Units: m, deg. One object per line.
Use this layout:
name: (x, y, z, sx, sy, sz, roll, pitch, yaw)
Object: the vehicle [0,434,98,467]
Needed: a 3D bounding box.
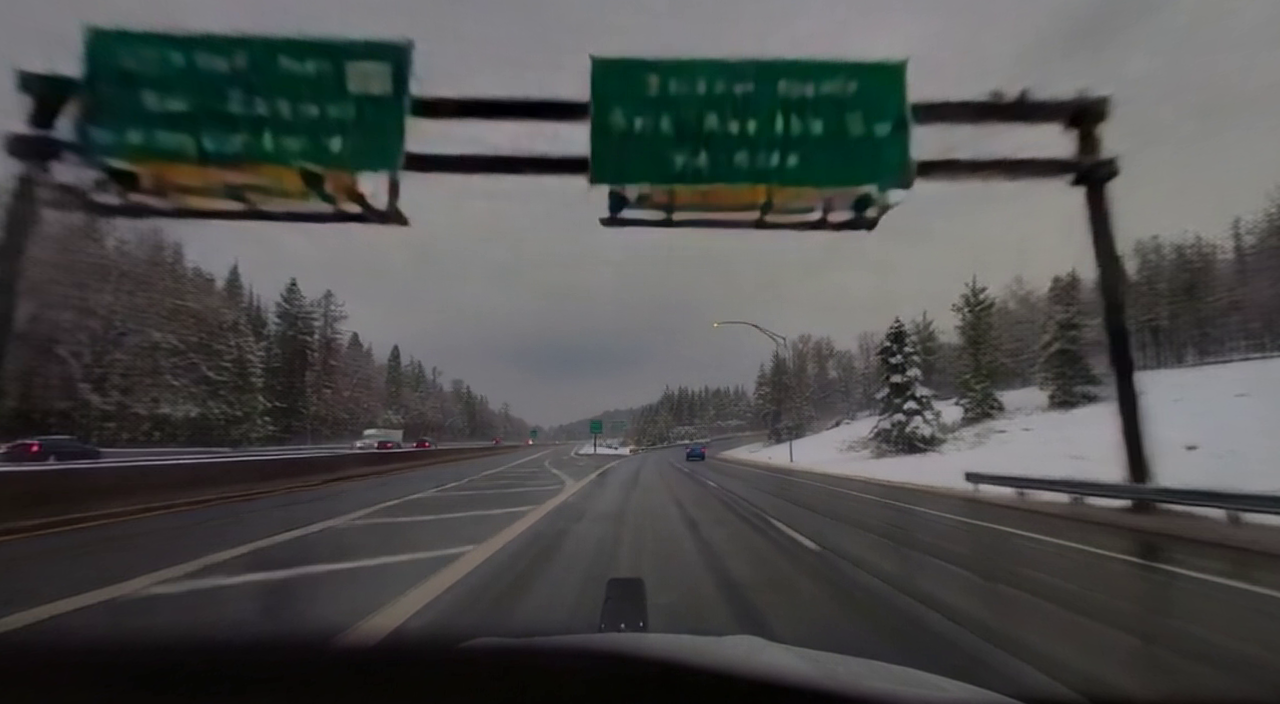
vehicle: (-35.439, 5.837, 37.467, 2.168, 1.824, 4.932, 0, -8, -3)
